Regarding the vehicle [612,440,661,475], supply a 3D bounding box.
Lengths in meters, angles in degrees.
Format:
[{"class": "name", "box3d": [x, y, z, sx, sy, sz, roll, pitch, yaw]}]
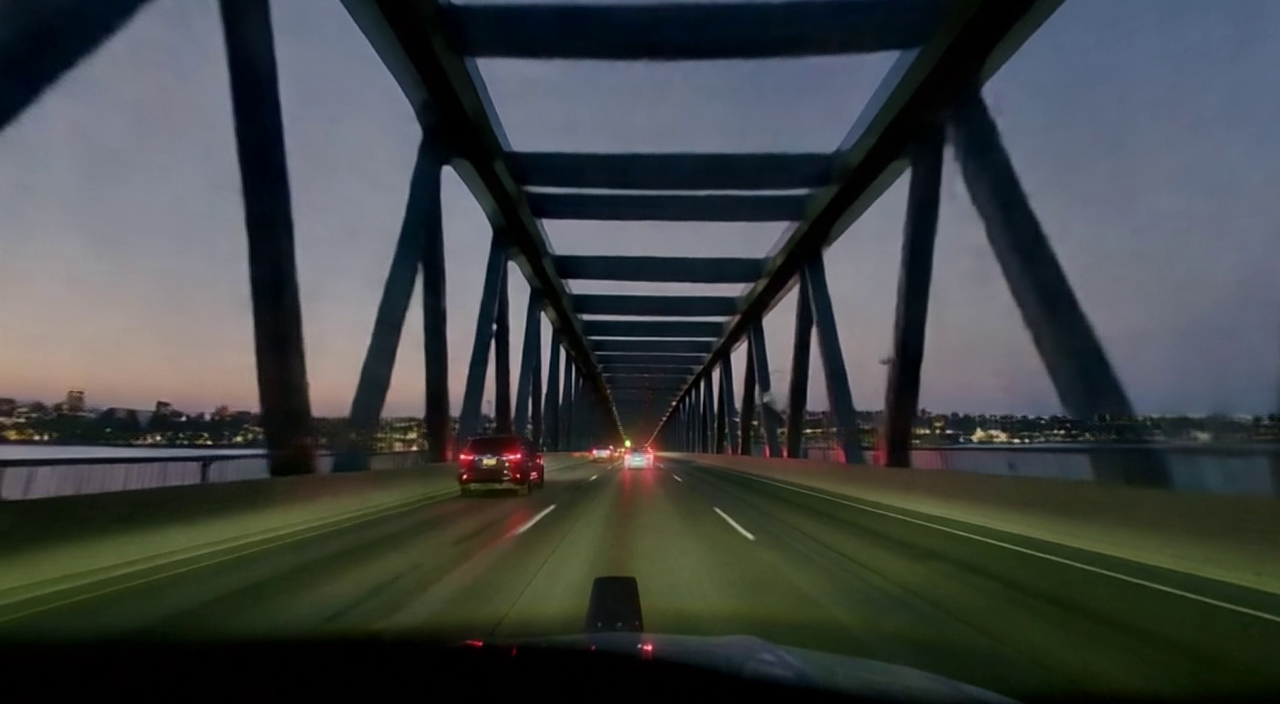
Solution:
[{"class": "vehicle", "box3d": [-0.157, 4.765, 28.699, 2.048, 1.450, 3.973, 0, -8, 0]}]

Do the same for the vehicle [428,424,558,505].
[{"class": "vehicle", "box3d": [-3.620, 2.888, 16.633, 2.190, 1.807, 4.741, -1, -8, 1]}]
